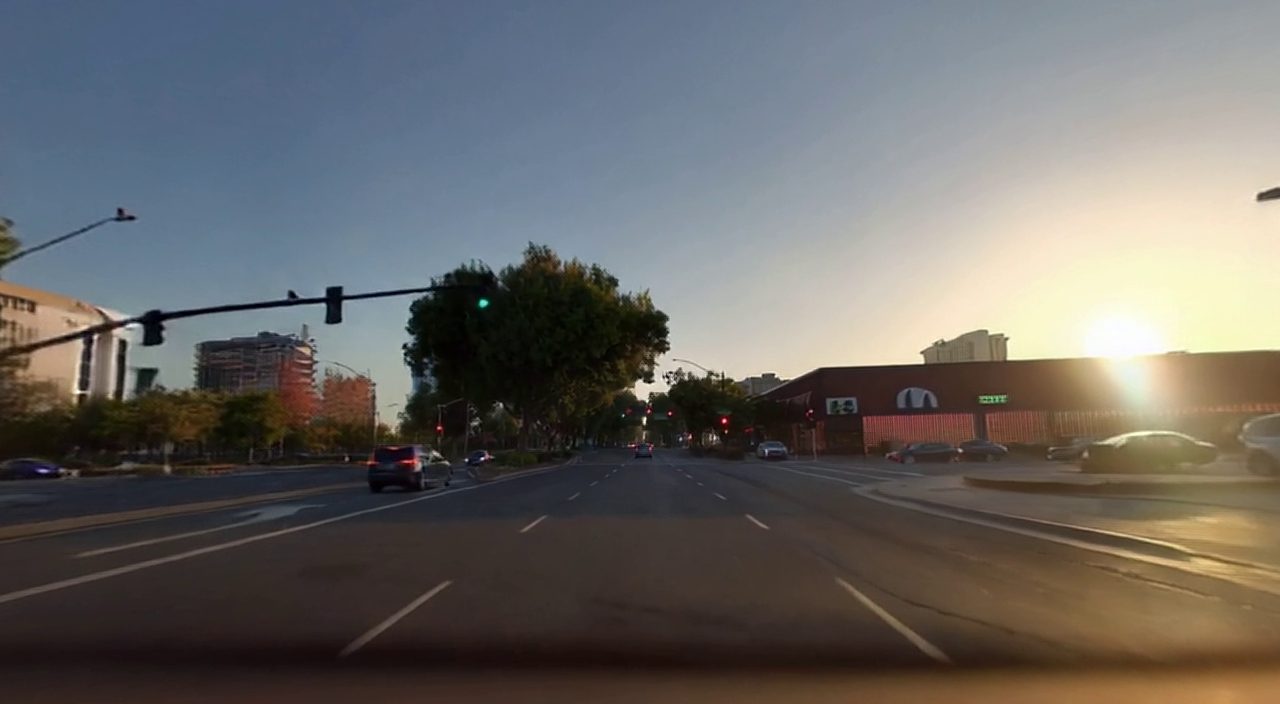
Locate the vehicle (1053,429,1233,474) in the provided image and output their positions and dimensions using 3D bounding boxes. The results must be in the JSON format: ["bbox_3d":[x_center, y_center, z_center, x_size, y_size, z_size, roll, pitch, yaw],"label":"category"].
[{"bbox_3d":[16.877,3.360,21.375,1.796,1.351,4.358,6,-11,-36],"label":"vehicle"}]

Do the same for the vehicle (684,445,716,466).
[{"bbox_3d":[4.460,7.795,47.588,1.913,1.463,4.198,0,-8,-1],"label":"vehicle"}]

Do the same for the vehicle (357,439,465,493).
[{"bbox_3d":[-7.878,3.947,22.280,2.231,1.650,5.052,0,-8,-4],"label":"vehicle"}]

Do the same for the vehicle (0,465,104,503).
[{"bbox_3d":[-27.222,5.908,28.424,4.805,1.537,1.936,-2,-9,11],"label":"vehicle"}]

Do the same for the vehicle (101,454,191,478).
[{"bbox_3d":[-34.217,7.883,43.735,4.520,1.524,2.075,0,-8,1],"label":"vehicle"}]
